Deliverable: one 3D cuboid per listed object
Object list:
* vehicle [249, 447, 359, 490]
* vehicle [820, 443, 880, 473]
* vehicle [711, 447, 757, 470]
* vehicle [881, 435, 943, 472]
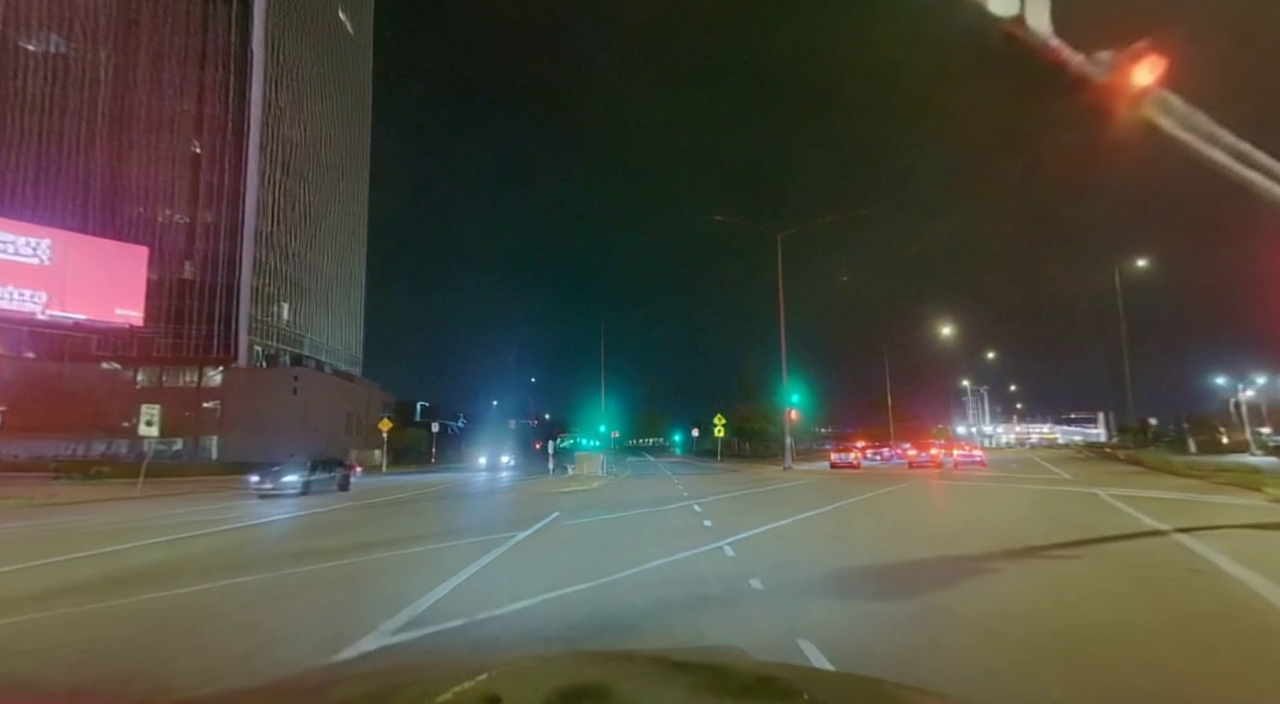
[{"bbox_3d":[-14.546,5.035,27.732,2.161,1.681,4.743,0,-9,1],"label":"vehicle"},{"bbox_3d":[11.881,5.899,35.536,2.023,1.527,5.016,-5,-10,31],"label":"vehicle"},{"bbox_3d":[6.673,7.623,45.564,2.675,1.452,4.213,-1,-8,0],"label":"vehicle"},{"bbox_3d":[15.024,5.538,34.712,2.232,1.814,5.285,-5,-10,31],"label":"vehicle"}]
